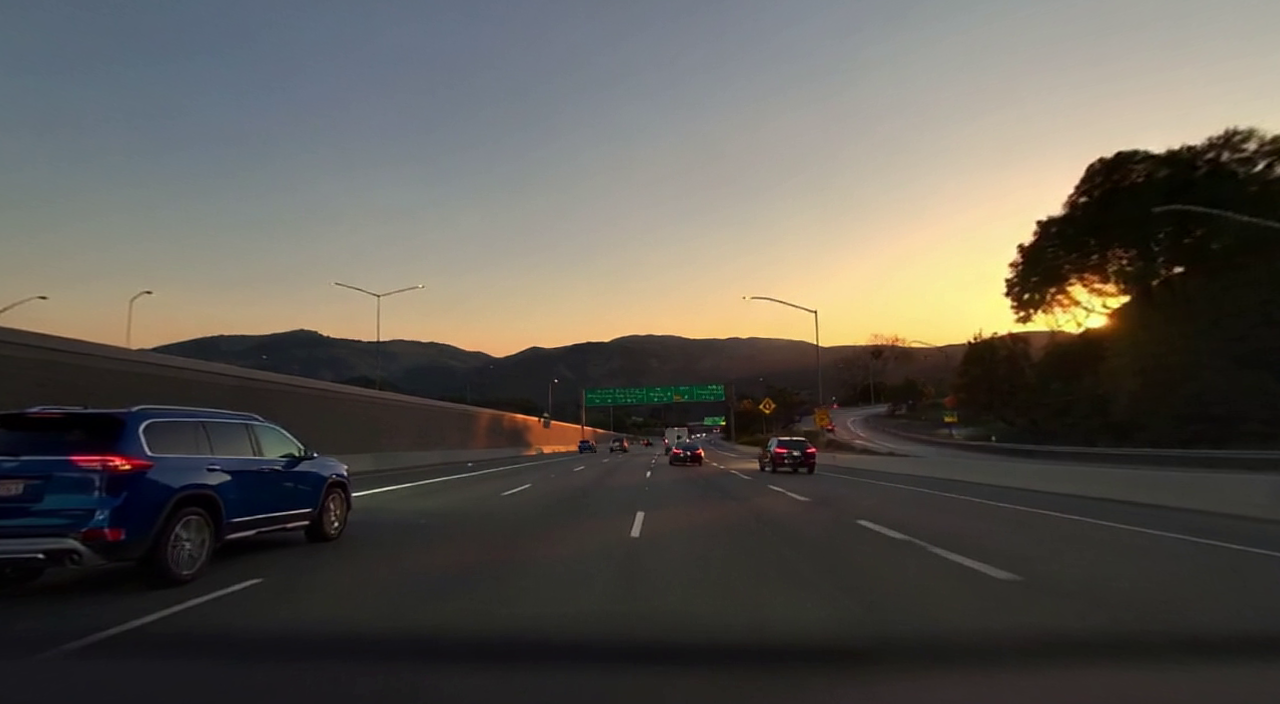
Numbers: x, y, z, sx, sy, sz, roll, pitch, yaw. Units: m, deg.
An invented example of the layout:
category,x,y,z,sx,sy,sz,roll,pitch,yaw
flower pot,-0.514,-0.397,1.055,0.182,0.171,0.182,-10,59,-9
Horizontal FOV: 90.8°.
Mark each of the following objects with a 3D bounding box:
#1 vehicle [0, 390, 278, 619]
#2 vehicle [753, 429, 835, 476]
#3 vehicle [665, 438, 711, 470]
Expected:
category,x,y,z,sx,sy,sz,roll,pitch,yaw
vehicle,-5.607,1.274,5.756,2.000,1.646,4.201,0,-8,2
vehicle,6.125,4.069,25.790,2.184,1.712,4.856,0,-8,0
vehicle,2.400,5.270,33.058,2.108,1.509,5.059,0,-8,1
